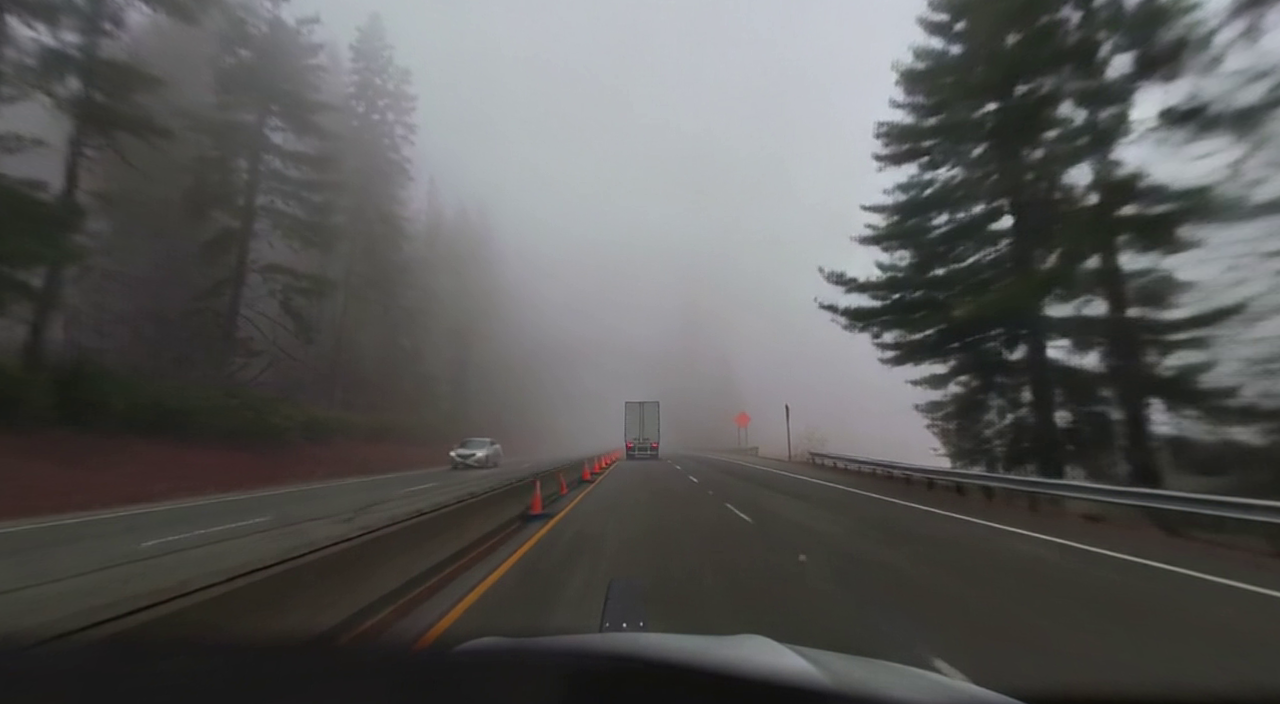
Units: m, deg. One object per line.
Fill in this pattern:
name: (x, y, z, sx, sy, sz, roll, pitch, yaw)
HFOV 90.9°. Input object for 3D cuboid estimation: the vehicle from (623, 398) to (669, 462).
vehicle: (0.239, 5.761, 45.864, 2.935, 4.068, 11.036, 0, -8, -1)
